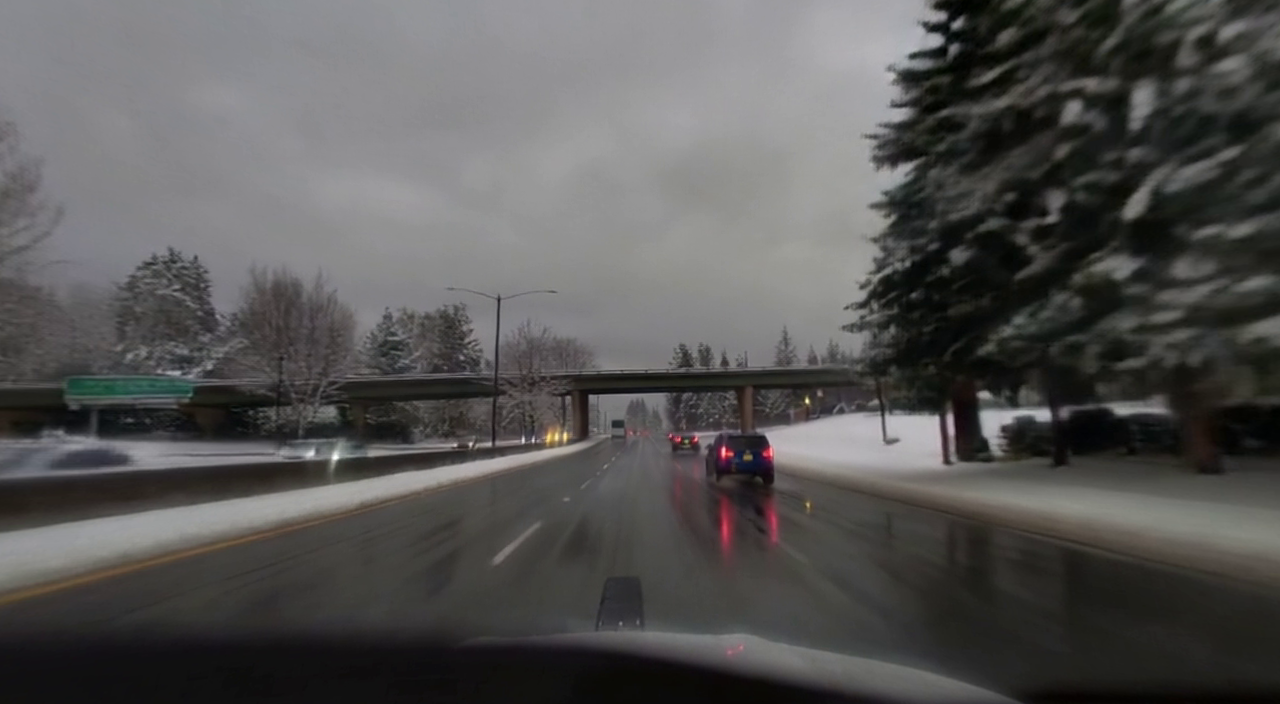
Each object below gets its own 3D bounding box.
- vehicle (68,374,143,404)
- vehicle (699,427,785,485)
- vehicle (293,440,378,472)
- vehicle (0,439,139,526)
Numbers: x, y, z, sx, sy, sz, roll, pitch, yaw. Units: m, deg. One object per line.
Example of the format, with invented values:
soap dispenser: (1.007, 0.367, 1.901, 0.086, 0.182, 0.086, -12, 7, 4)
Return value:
vehicle: (-41.844, 2.909, 49.347, 4.034, 1.787, 2.001, -3, -14, 5)
vehicle: (3.265, 3.448, 21.077, 2.110, 1.712, 4.489, 0, -9, 0)
vehicle: (-15.438, 5.276, 32.267, 1.906, 1.509, 4.772, 0, -9, 1)
vehicle: (-12.163, 2.372, 11.581, 1.961, 1.512, 4.747, 0, -9, 0)
